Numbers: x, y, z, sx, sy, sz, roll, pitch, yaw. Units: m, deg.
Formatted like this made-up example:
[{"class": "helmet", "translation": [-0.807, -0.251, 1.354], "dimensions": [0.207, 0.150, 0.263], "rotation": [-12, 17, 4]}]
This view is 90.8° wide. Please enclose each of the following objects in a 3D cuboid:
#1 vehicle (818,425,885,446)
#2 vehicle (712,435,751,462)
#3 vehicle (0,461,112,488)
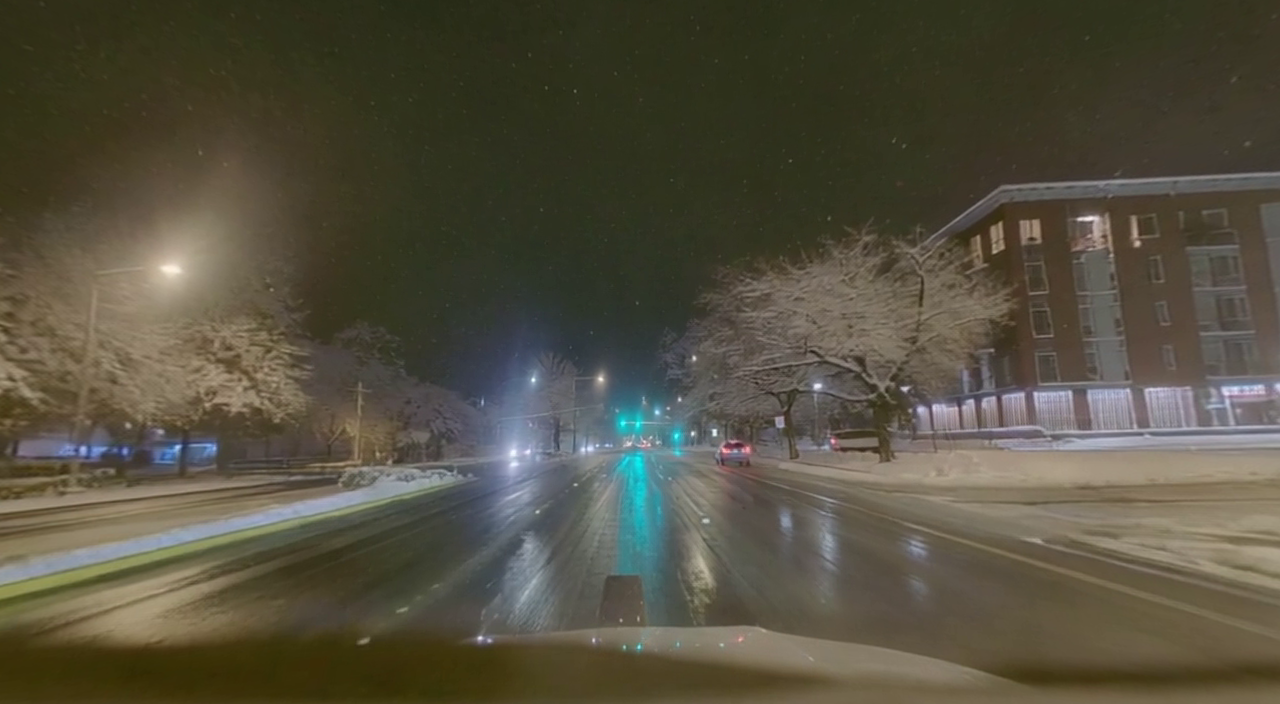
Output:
[{"class": "vehicle", "translation": [15.712, 6.265, 47.105], "dimensions": [4.320, 1.492, 1.835], "rotation": [0, -8, 3]}, {"class": "vehicle", "translation": [6.078, 6.479, 42.413], "dimensions": [1.986, 1.682, 4.341], "rotation": [0, -8, 0]}, {"class": "vehicle", "translation": [-32.482, 6.800, 35.235], "dimensions": [4.359, 1.405, 1.831], "rotation": [0, -8, -2]}]
